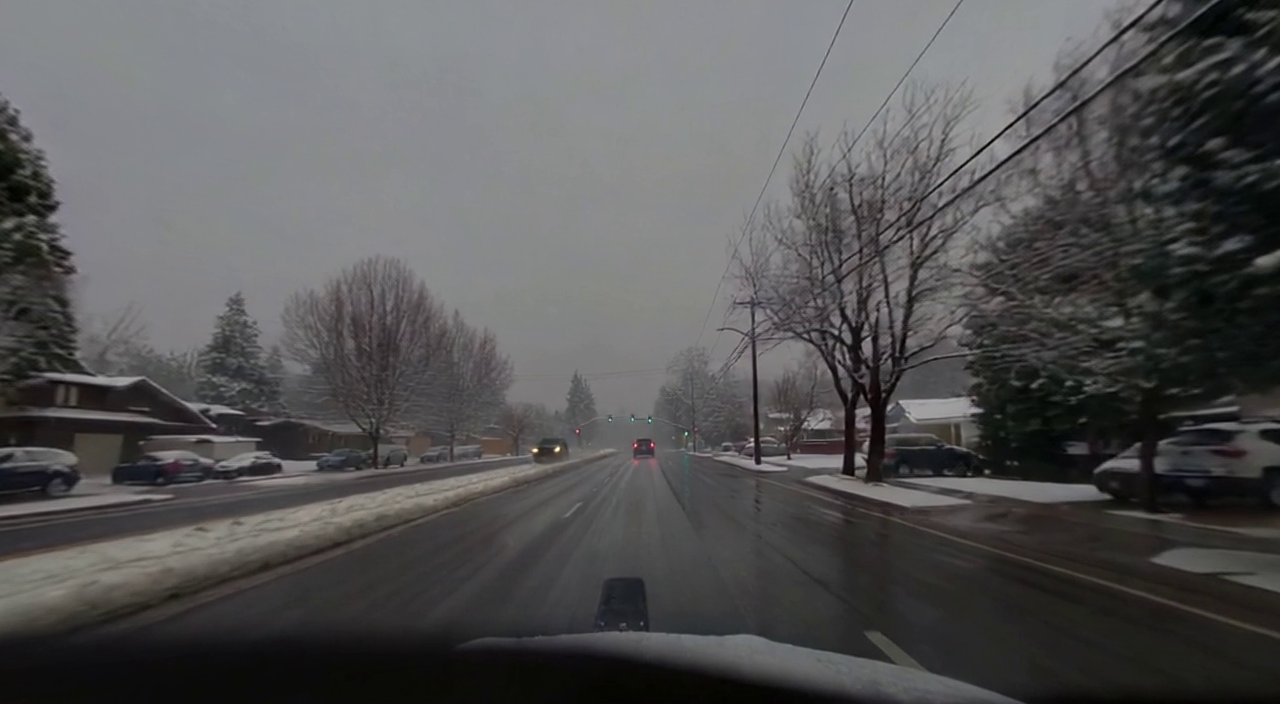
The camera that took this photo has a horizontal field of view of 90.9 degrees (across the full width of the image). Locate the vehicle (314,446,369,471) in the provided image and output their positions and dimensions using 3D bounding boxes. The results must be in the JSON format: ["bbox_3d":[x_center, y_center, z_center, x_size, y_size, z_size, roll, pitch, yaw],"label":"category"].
[{"bbox_3d":[-20.081,7.170,42.526,1.764,1.570,3.910,0,-8,0],"label":"vehicle"}]

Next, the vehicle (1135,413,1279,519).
[{"bbox_3d":[13.347,2.277,12.821,4.667,1.952,2.063,0,-8,2],"label":"vehicle"}]

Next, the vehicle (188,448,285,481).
[{"bbox_3d":[-20.414,5.696,32.187,1.812,1.501,4.632,0,-8,1],"label":"vehicle"}]

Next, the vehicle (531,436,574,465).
[{"bbox_3d":[-6.128,6.974,44.708,2.273,1.952,4.599,0,-8,1],"label":"vehicle"}]

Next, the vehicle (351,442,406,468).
[{"bbox_3d":[-20.119,7.918,48.738,2.047,1.898,5.032,0,-8,1],"label":"vehicle"}]

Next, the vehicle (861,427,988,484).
[{"bbox_3d":[11.379,4.181,25.779,2.392,2.063,5.213,1,-8,-5],"label":"vehicle"}]

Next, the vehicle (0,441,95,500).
[{"bbox_3d":[-20.265,3.730,20.024,1.787,1.774,4.560,0,-8,0],"label":"vehicle"}]

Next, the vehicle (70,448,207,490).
[{"bbox_3d":[-20.149,4.681,25.645,1.759,1.519,4.785,0,-8,-2],"label":"vehicle"}]
